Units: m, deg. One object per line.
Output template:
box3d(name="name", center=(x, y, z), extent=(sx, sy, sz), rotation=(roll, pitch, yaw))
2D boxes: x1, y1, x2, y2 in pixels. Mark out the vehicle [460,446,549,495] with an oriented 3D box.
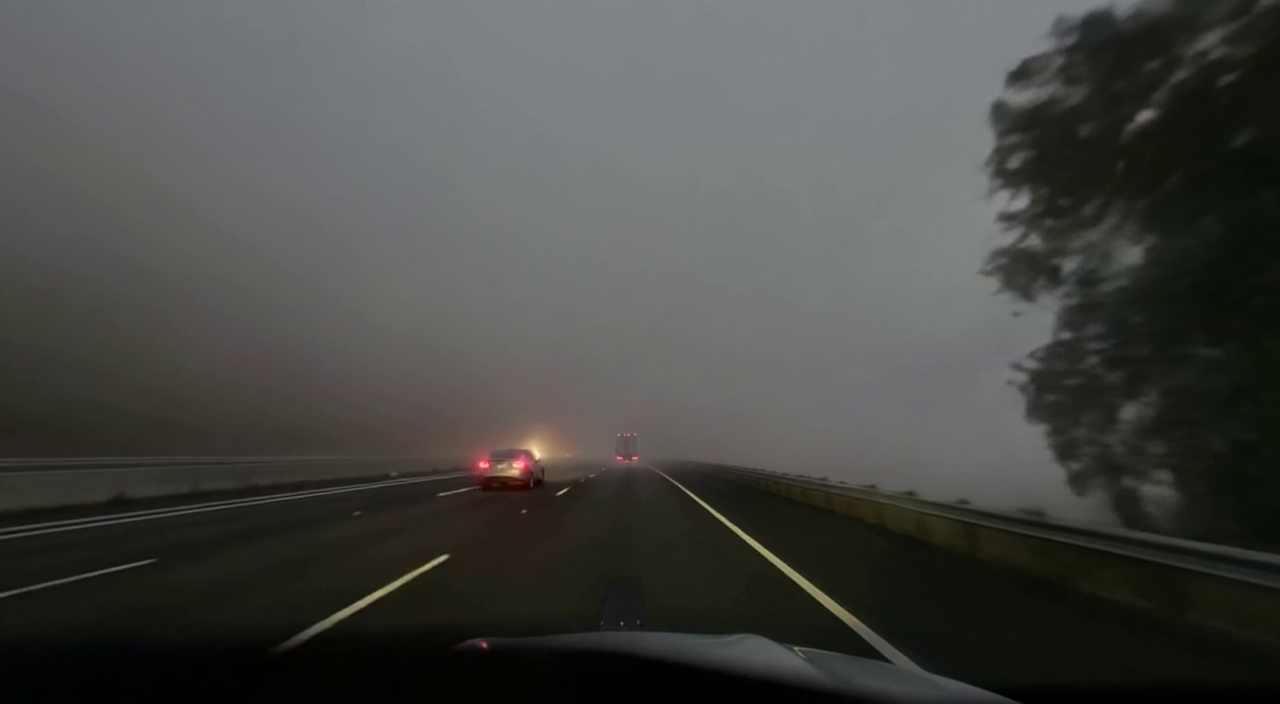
box3d(name="vehicle", center=(-4.753, 4.226, 22.985), extent=(2.108, 1.573, 5.000), rotation=(0, -9, 0))
